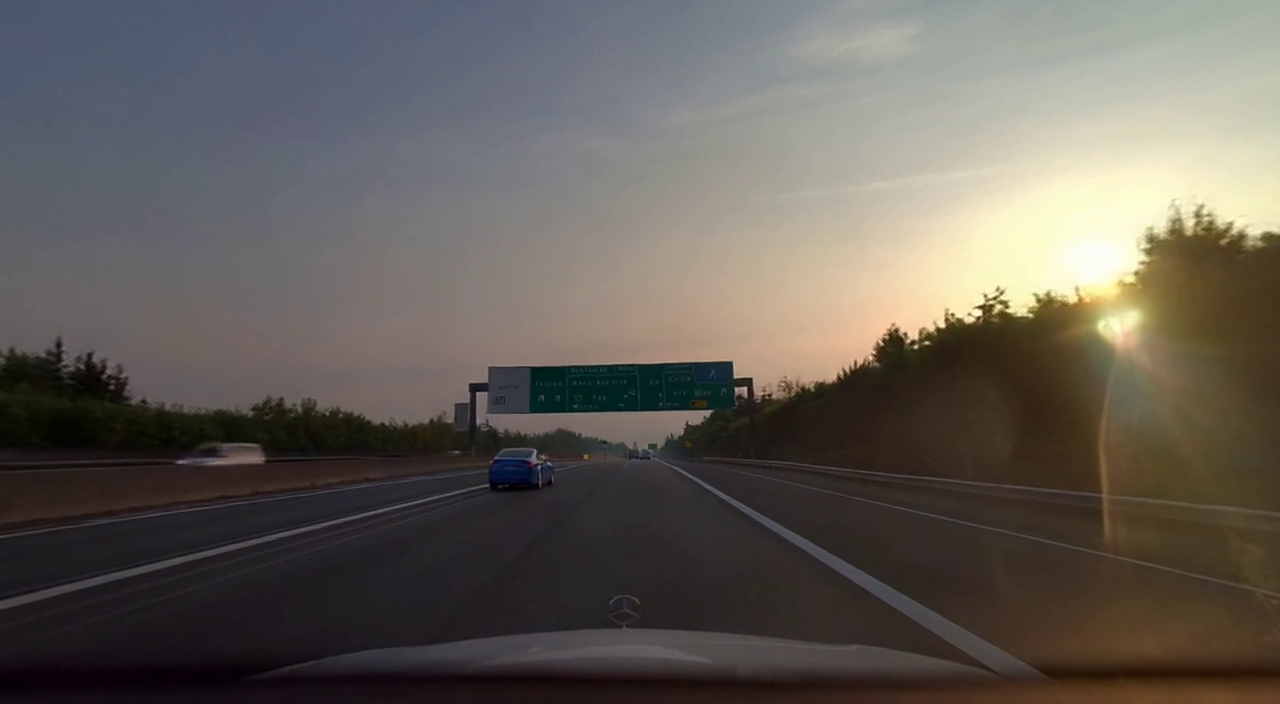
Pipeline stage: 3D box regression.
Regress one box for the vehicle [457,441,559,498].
[{"bbox_3d":[-3.975,3.641,19.880,2.160,1.552,4.592,0,-9,1],"label":"vehicle"}]
